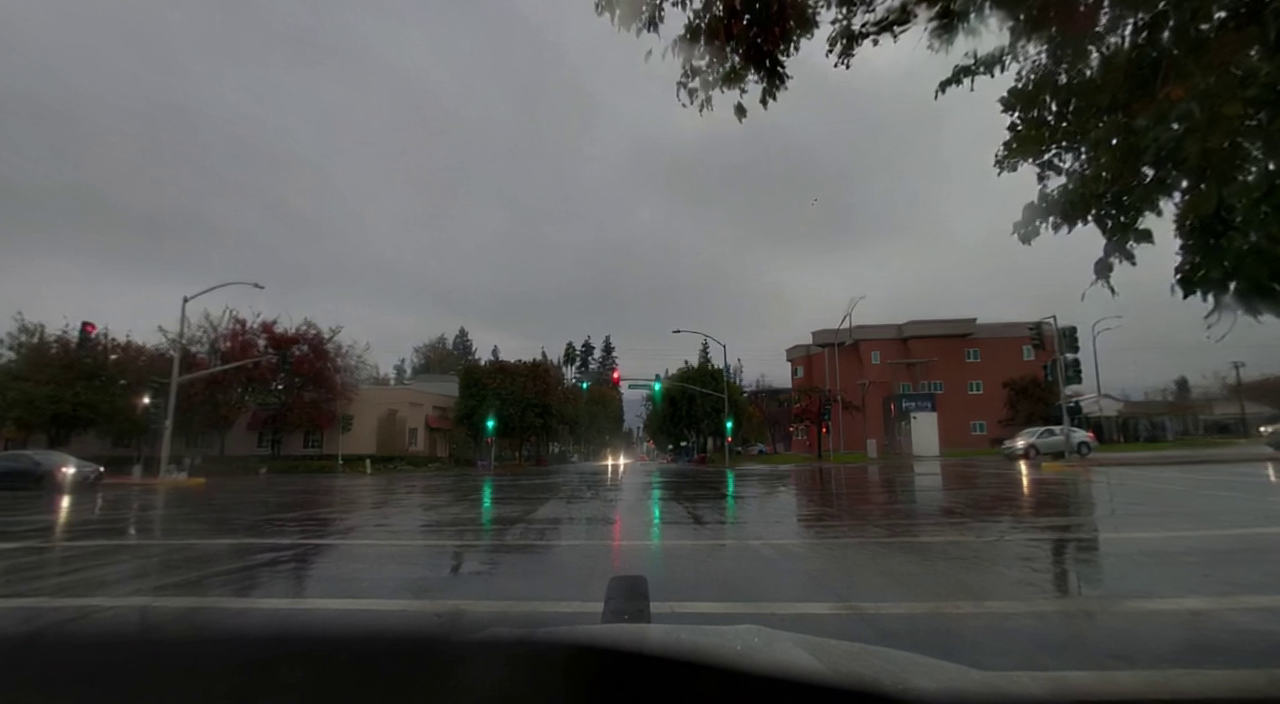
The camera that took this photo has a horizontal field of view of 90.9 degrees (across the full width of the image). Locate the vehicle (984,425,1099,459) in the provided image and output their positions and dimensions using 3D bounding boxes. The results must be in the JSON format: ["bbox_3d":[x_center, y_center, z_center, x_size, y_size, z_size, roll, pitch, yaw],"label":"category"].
[{"bbox_3d":[20.446,4.593,32.215,4.483,1.691,1.949,0,-8,1],"label":"vehicle"}]

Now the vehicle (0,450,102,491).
[{"bbox_3d":[-25.236,4.844,26.018,4.332,1.573,1.900,0,-8,3],"label":"vehicle"}]
